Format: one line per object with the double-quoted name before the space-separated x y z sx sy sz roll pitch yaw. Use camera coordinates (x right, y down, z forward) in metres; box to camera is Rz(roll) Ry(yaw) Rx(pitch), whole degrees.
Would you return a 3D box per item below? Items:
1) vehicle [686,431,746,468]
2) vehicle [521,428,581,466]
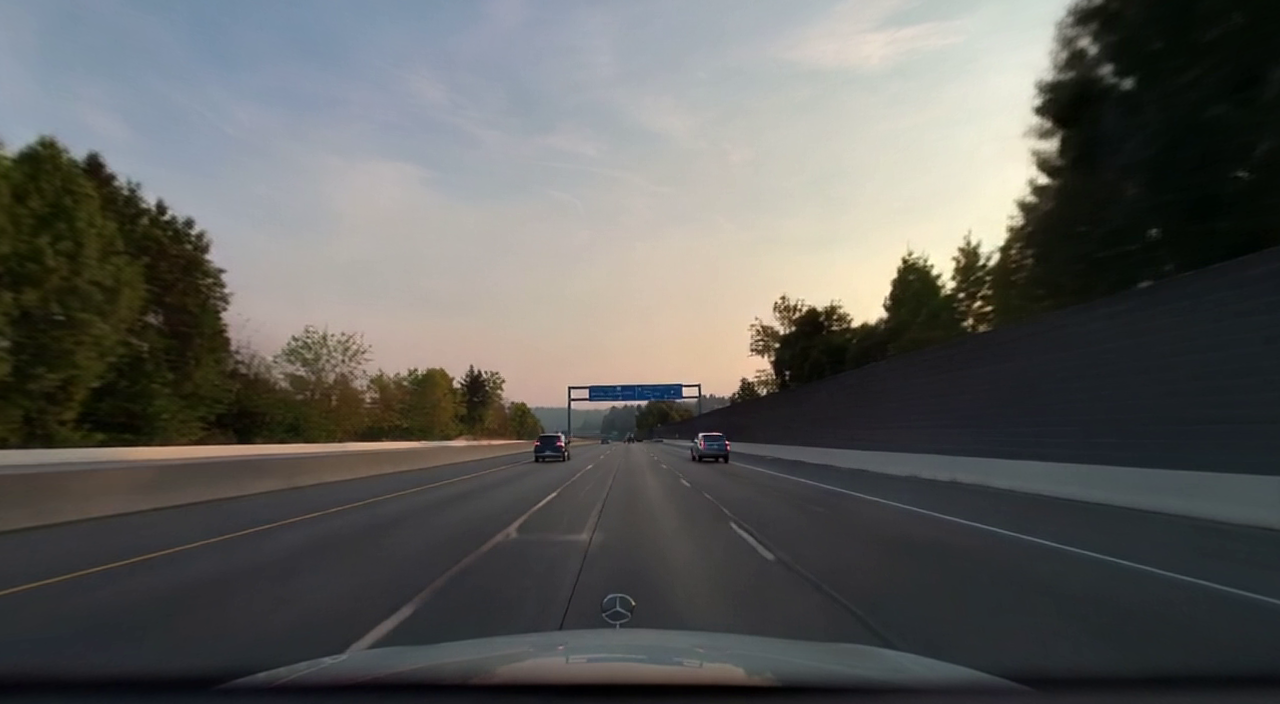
"vehicle" 3.427 4.466 29.083 2.077 1.523 4.539 0 -8 -2
"vehicle" -4.122 4.482 29.809 2.219 1.660 4.153 0 -8 0
